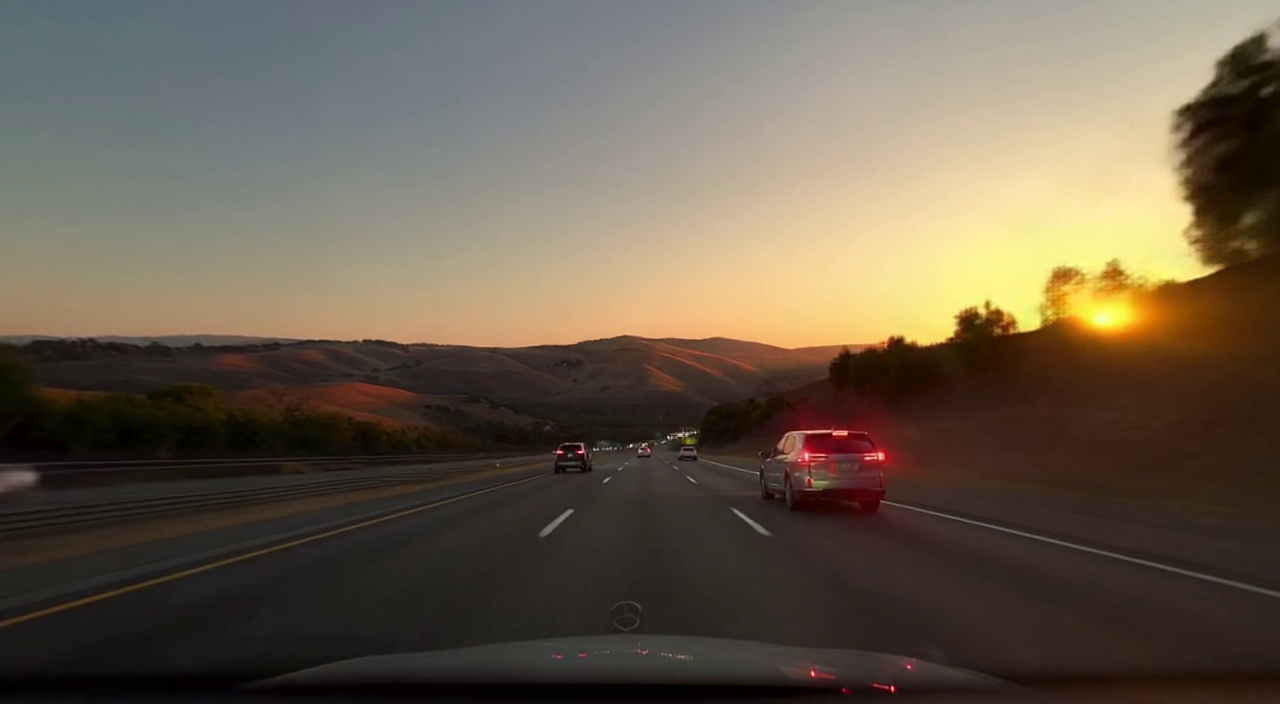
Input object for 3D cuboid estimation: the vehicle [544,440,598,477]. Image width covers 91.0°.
[{"bbox_3d":[-3.287,5.210,31.003,2.070,1.707,4.309,0,-9,1],"label":"vehicle"}]
